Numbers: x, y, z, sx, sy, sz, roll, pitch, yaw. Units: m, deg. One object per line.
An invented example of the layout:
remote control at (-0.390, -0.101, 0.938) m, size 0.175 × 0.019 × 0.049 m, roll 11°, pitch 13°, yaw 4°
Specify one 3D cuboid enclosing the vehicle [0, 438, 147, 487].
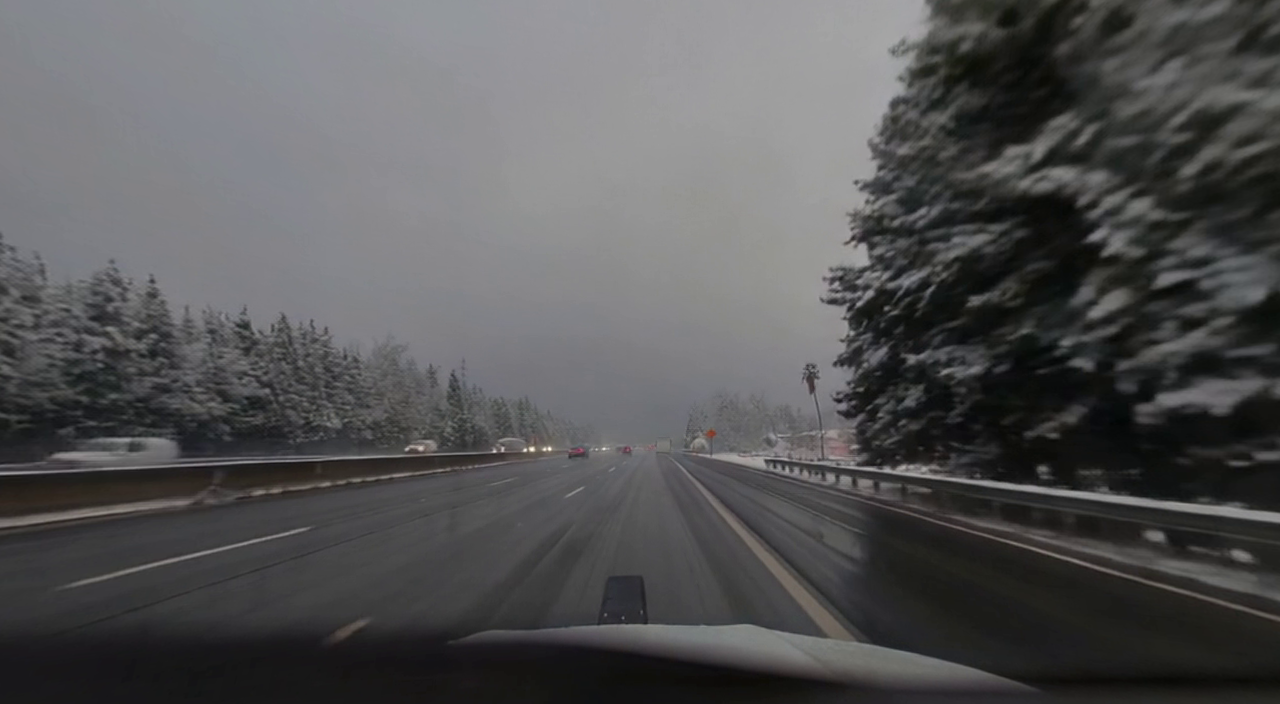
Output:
vehicle at (-27.046, 5.147, 29.790) m, size 2.351 × 2.059 × 5.907 m, roll -1°, pitch -8°, yaw 2°
